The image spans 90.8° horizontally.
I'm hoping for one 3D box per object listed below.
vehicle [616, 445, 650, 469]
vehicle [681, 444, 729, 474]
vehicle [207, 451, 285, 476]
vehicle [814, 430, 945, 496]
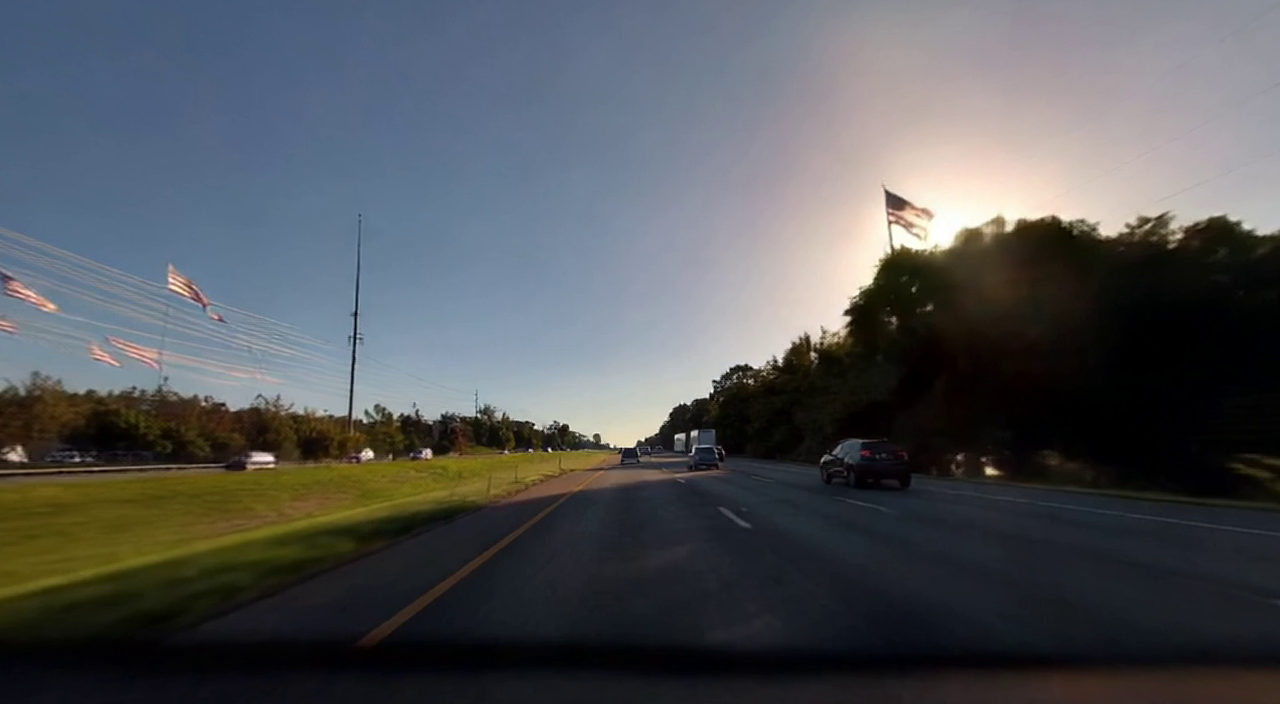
[{"bbox_3d":[-0.433,6.812,41.232,2.085,1.449,3.860,0,-8,0],"label":"vehicle"},{"bbox_3d":[3.403,5.705,33.871,1.978,1.488,4.252,0,-8,-1],"label":"vehicle"},{"bbox_3d":[-24.867,7.025,40.068,1.879,1.468,4.713,0,-8,1],"label":"vehicle"},{"bbox_3d":[7.242,3.398,19.738,2.114,1.800,4.779,0,-8,-1],"label":"vehicle"}]
